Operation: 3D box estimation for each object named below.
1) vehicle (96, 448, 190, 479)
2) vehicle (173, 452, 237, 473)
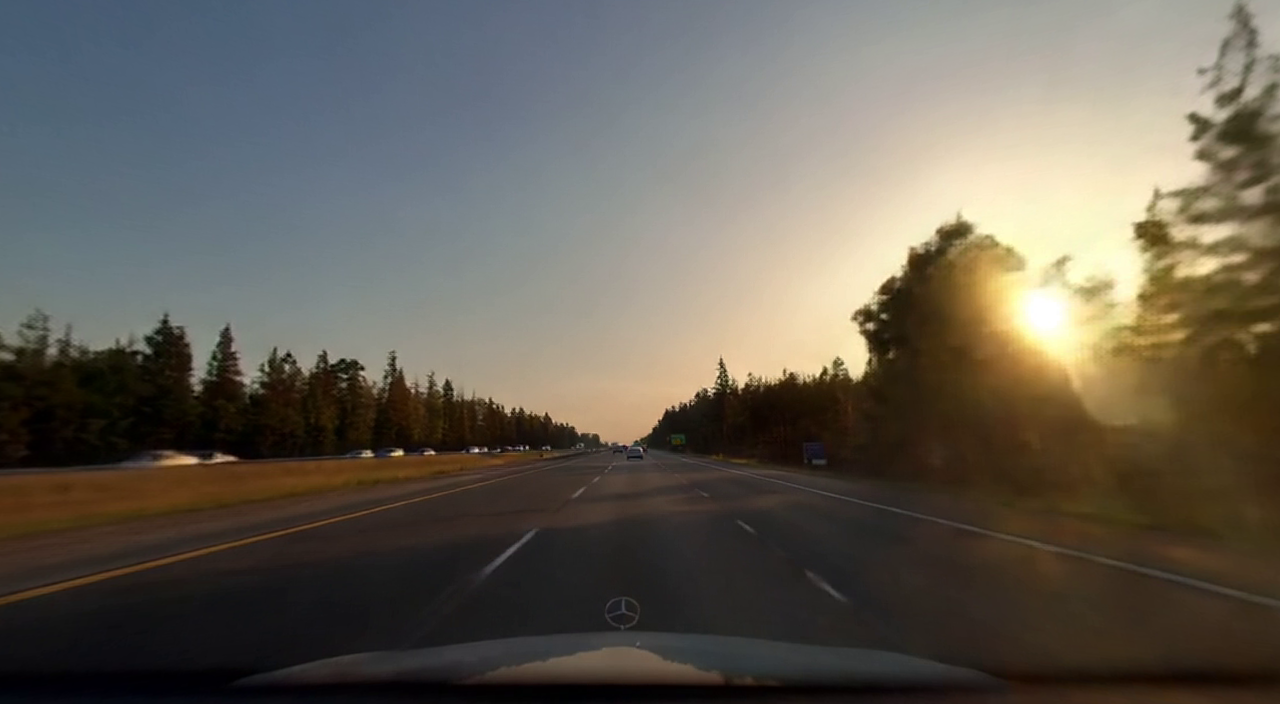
[{"bbox_3d":[-28.342,6.342,36.240,1.847,1.617,4.365,0,-9,0],"label":"vehicle"},{"bbox_3d":[-32.606,8.272,47.502,1.805,1.464,4.189,0,-9,0],"label":"vehicle"}]
